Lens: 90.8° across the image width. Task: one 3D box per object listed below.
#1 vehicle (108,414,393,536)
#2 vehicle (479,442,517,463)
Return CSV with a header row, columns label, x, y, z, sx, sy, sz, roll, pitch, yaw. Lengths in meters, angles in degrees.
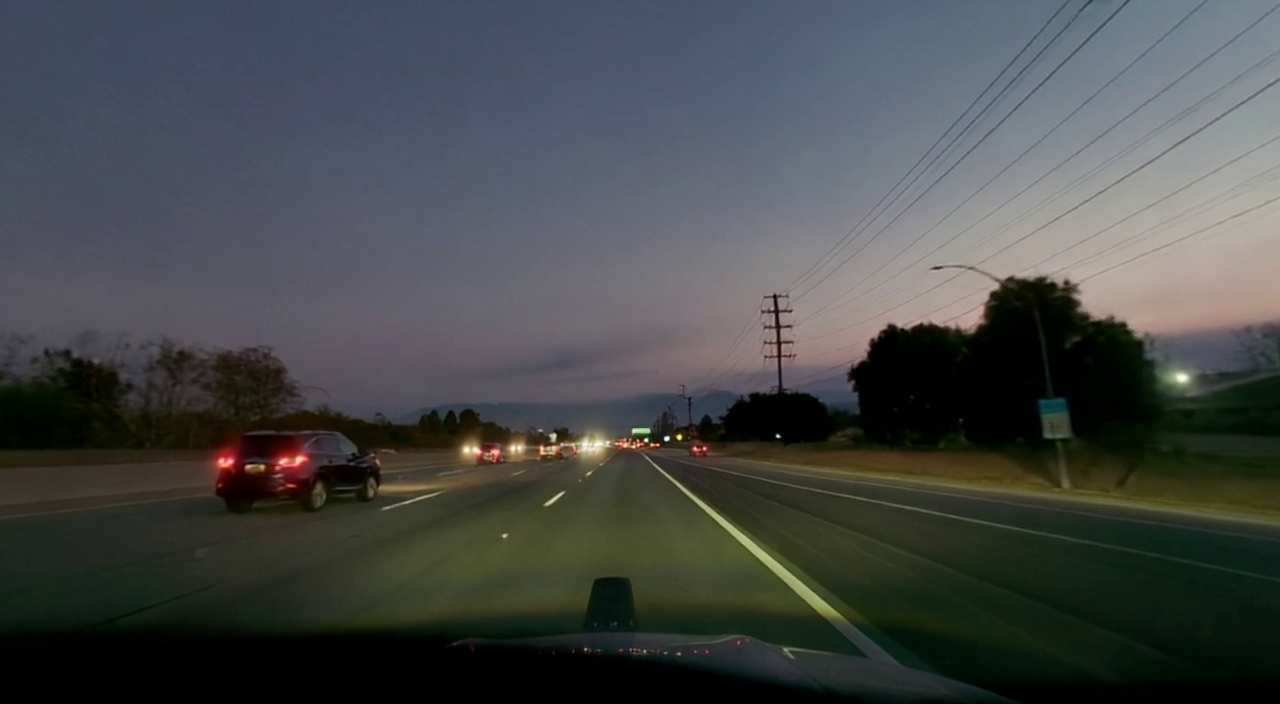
label,x,y,z,sx,sy,sz,roll,pitch,yaw
vehicle,-6.898,2.240,12.211,2.115,1.799,5.444,0,-9,-1
vehicle,-10.796,7.694,48.377,1.887,1.473,4.352,0,-9,0
